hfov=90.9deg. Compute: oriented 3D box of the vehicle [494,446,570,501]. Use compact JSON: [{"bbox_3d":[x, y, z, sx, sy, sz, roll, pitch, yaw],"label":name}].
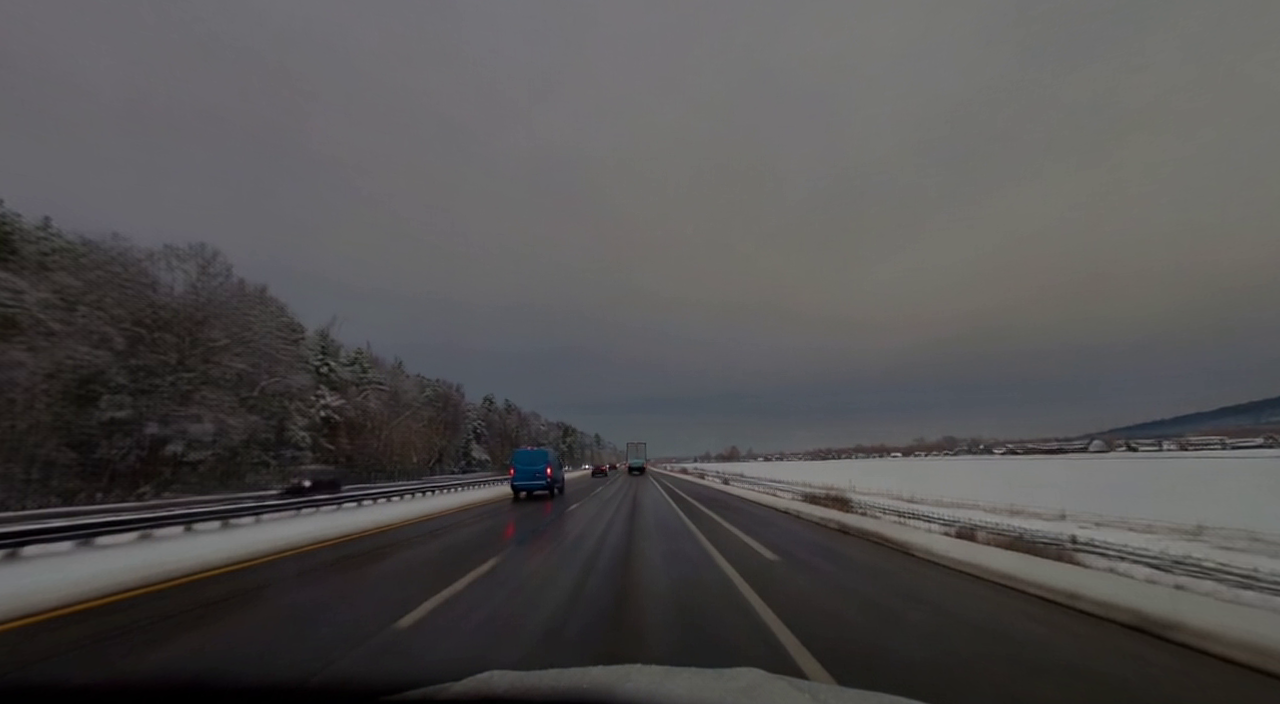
[{"bbox_3d":[-4.231,4.877,25.467,2.208,1.973,4.716,1,-10,0],"label":"vehicle"}]
